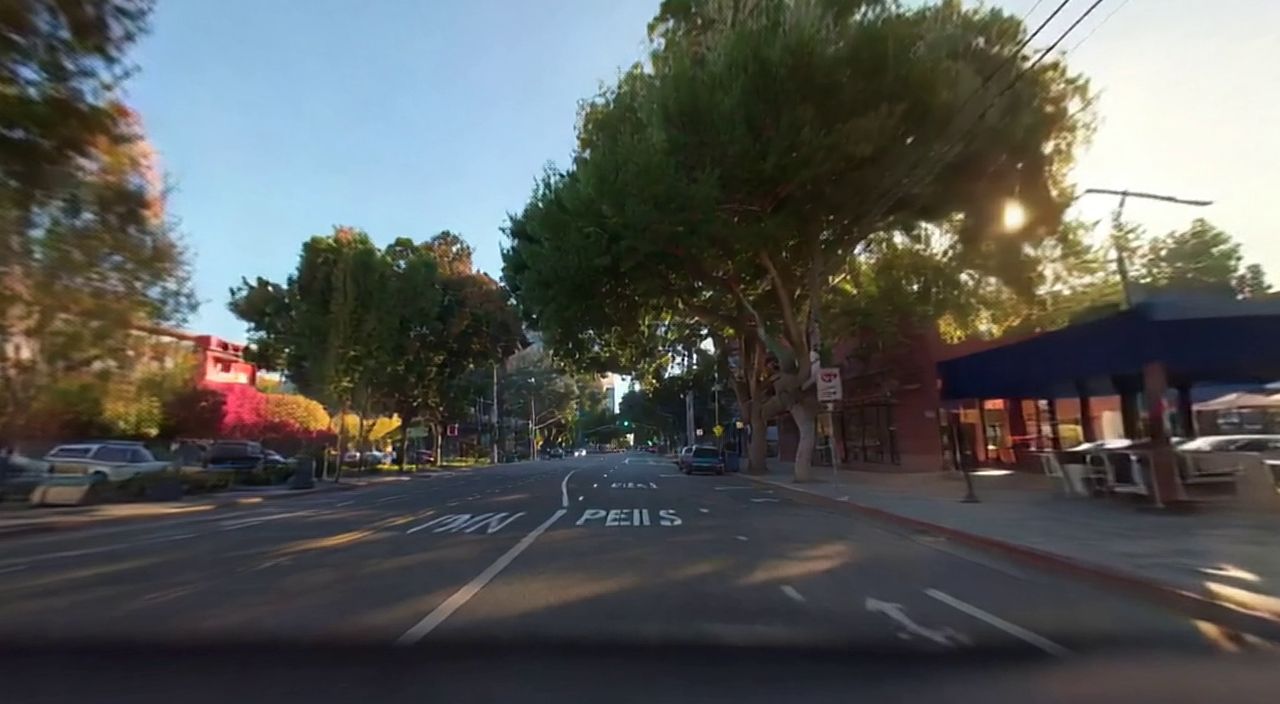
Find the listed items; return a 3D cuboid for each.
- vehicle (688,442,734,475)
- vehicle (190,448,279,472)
[{"bbox_3d":[3.955,5.999,35.878,1.957,1.753,4.413,0,-8,-2],"label":"vehicle"},{"bbox_3d":[-26.107,6.966,40.821,4.402,1.449,1.880,3,-8,-18],"label":"vehicle"}]
